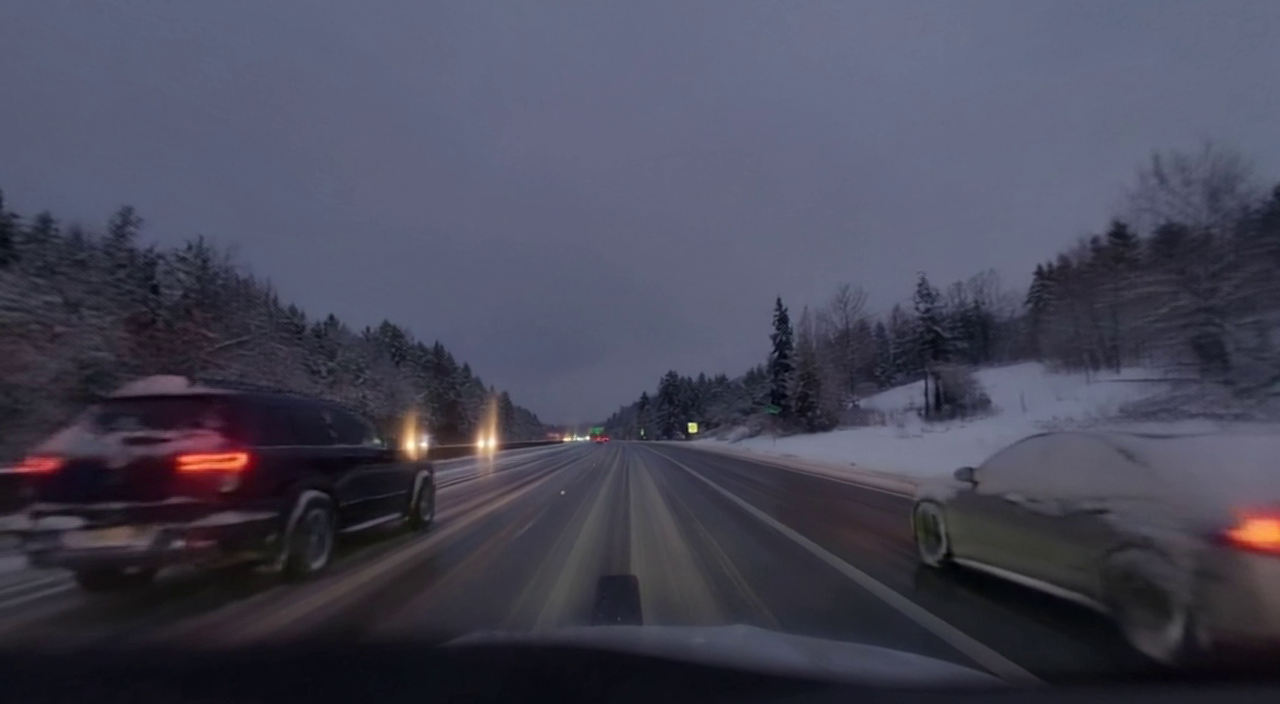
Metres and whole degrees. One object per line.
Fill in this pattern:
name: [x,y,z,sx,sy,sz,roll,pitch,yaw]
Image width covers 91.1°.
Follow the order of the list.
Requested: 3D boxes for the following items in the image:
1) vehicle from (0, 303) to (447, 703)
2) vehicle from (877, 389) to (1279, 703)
vehicle: [-3.592,1.033,5.528,2.106,1.779,5.610,0,-8,-1]
vehicle: [3.591,1.176,4.761,1.817,1.465,4.415,0,-8,-1]
